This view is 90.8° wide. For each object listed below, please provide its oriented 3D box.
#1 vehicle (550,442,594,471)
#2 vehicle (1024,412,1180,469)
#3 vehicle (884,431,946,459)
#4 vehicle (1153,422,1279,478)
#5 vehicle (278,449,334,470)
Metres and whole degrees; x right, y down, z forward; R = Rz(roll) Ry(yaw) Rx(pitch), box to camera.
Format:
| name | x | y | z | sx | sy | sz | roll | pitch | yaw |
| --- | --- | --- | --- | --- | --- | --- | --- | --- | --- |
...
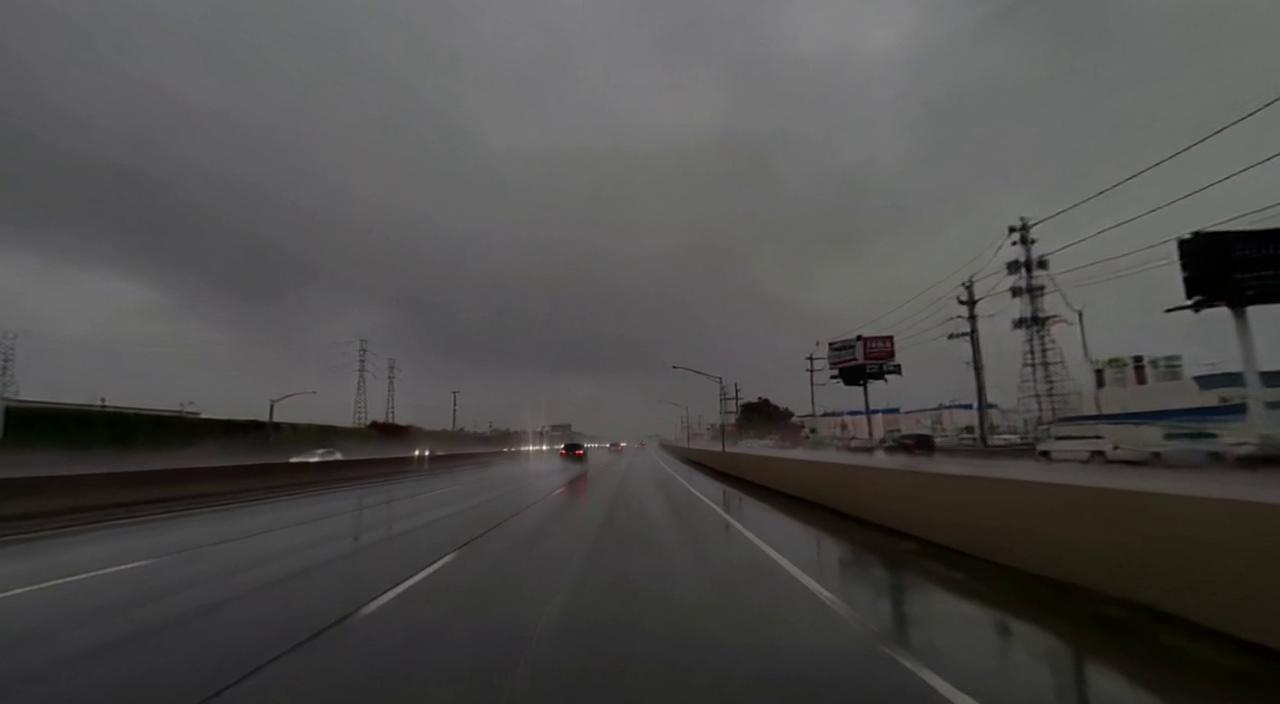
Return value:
| name | x | y | z | sx | sy | sz | roll | pitch | yaw |
| --- | --- | --- | --- | --- | --- | --- | --- | --- | --- |
| vehicle | -3.796 | 5.894 | 35.912 | 1.940 | 1.479 | 4.545 | 0 | -8 | 1 |
| vehicle | 18.749 | 3.686 | 26.103 | 2.165 | 2.077 | 5.451 | 0 | -8 | -1 |
| vehicle | 19.018 | 6.471 | 43.944 | 2.037 | 1.794 | 4.897 | 0 | -8 | -1 |
| vehicle | 18.954 | 3.065 | 19.828 | 1.758 | 1.580 | 4.583 | 0 | -8 | -1 |
| vehicle | -25.188 | 8.116 | 47.835 | 1.796 | 1.482 | 4.512 | 0 | -8 | 0 |
